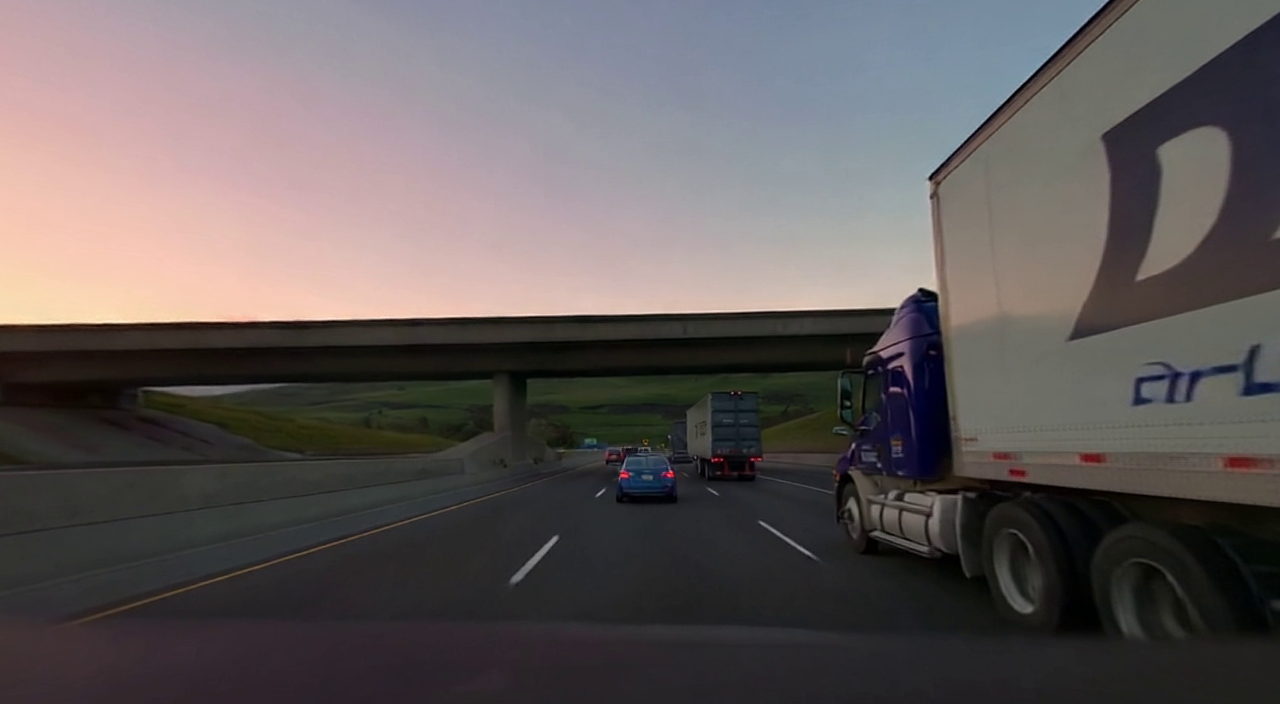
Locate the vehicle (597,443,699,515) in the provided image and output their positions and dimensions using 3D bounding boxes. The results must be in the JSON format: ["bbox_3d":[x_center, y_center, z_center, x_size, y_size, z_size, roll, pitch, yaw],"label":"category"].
[{"bbox_3d":[0.160,2.863,14.638,2.029,1.437,3.794,0,-9,0],"label":"vehicle"}]

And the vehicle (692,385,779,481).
[{"bbox_3d":[4.377,4.071,31.038,2.801,4.039,8.684,0,-9,-1],"label":"vehicle"}]

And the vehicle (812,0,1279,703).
[{"bbox_3d":[4.110,0.078,4.146,2.884,3.930,10.206,0,-9,-1],"label":"vehicle"}]
